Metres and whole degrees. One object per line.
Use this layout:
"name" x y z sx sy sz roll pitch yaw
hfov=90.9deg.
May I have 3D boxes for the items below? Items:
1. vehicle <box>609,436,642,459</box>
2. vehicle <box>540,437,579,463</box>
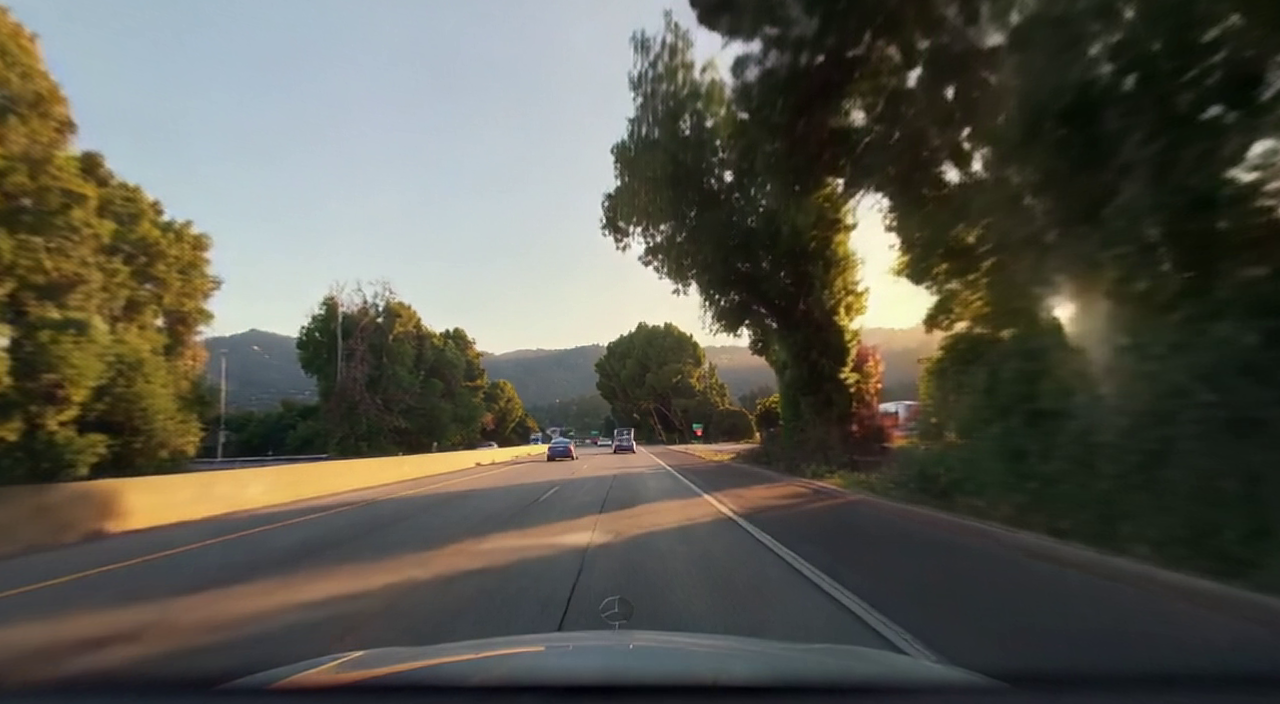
"vehicle" -0.973 6.537 43.362 2.162 1.460 4.242 0 -8 -1
"vehicle" -4.729 5.800 37.685 1.907 1.445 4.049 0 -8 -1
